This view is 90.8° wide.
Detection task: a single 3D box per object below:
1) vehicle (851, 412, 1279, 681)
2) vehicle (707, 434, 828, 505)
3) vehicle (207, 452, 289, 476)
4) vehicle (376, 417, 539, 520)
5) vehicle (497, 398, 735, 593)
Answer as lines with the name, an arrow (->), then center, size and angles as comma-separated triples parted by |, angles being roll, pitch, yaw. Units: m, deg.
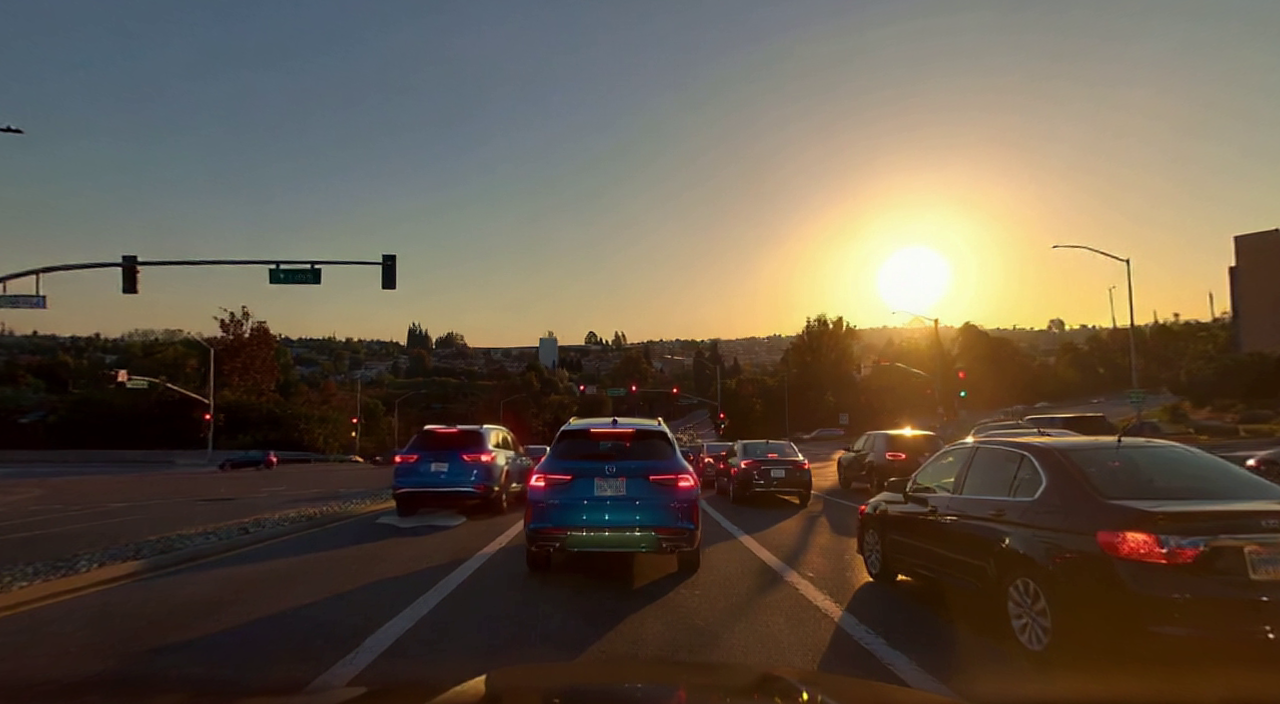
vehicle -> 3.626, 1.392, 5.698 | 1.861, 1.478, 4.185 | 0, -8, -2
vehicle -> 2.981, 2.853, 15.770 | 1.950, 1.506, 4.086 | 0, -8, -3
vehicle -> -26.150, 7.461, 42.163 | 4.369, 1.466, 1.791 | -1, -8, 6
vehicle -> -3.629, 2.430, 13.724 | 2.186, 1.794, 4.972 | 0, -8, -2
vehicle -> -0.269, 1.551, 7.619 | 2.101, 1.707, 3.904 | 0, -8, -2
